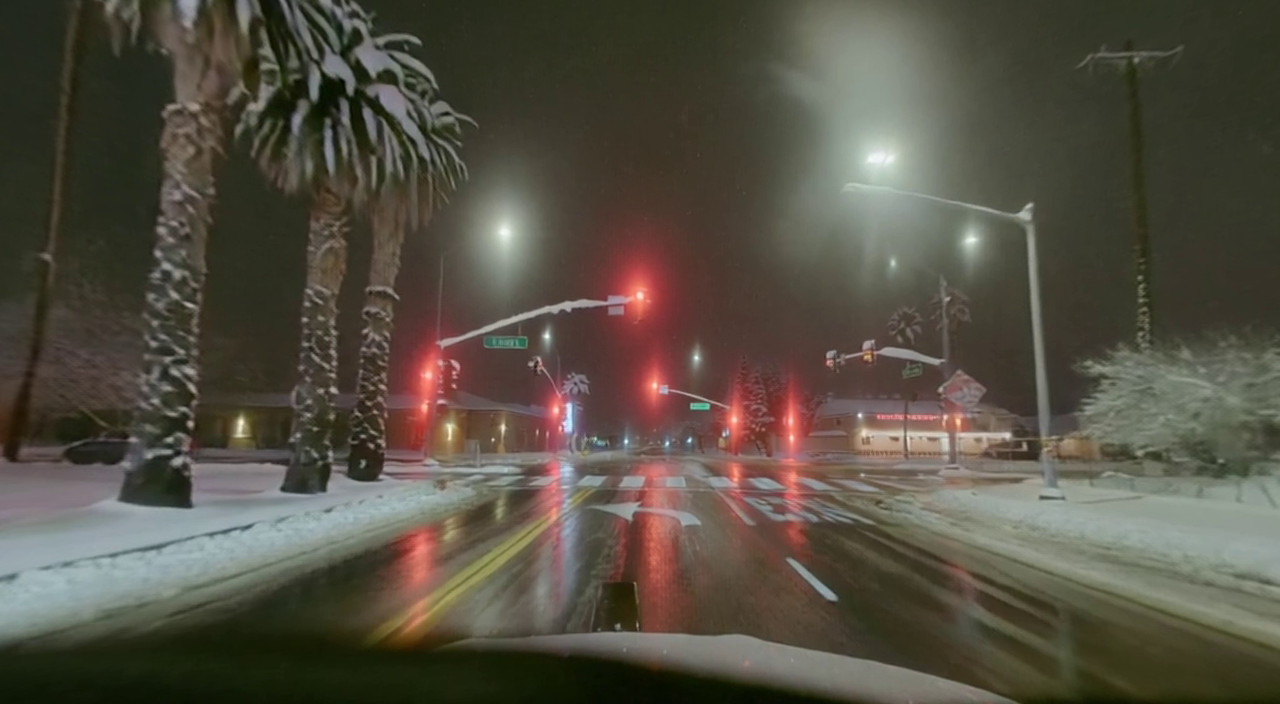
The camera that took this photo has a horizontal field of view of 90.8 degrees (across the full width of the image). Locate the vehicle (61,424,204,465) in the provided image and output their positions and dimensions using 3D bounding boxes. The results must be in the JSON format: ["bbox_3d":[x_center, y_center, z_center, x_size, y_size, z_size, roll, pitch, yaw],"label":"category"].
[{"bbox_3d":[-21.852,4.011,27.337,4.350,1.624,2.023,0,-8,-1],"label":"vehicle"}]
